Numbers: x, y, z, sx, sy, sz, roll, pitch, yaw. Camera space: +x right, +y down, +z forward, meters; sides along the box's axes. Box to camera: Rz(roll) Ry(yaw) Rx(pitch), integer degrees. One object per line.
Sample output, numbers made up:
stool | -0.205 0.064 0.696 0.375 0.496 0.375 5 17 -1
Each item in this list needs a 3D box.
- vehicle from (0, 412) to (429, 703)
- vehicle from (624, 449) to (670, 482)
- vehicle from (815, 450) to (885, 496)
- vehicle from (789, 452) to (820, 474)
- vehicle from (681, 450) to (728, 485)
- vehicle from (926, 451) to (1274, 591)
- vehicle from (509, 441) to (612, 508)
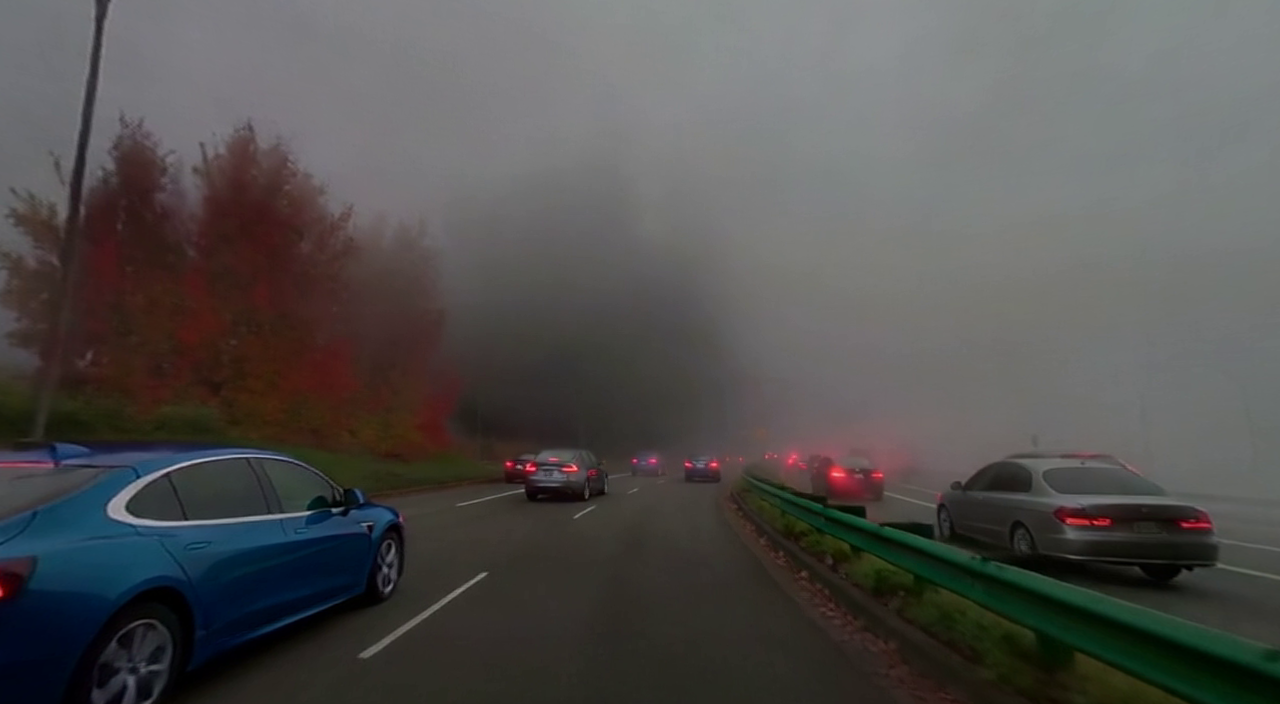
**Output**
vehicle | -3.266 1.297 4.466 1.921 1.503 4.317 0 -9 2
vehicle | 0.463 6.203 34.740 1.930 1.635 4.260 -1 -9 9
vehicle | 8.309 4.763 25.275 1.768 1.634 4.064 0 -9 6
vehicle | 12.722 8.563 48.845 1.890 1.610 4.045 -1 -9 9
vehicle | 3.132 5.466 30.093 2.015 1.506 4.276 -1 -9 9
vehicle | 6.311 2.298 9.586 1.869 1.516 4.753 0 -9 2
vehicle | -2.155 3.502 18.525 1.979 1.663 4.513 0 -9 6
